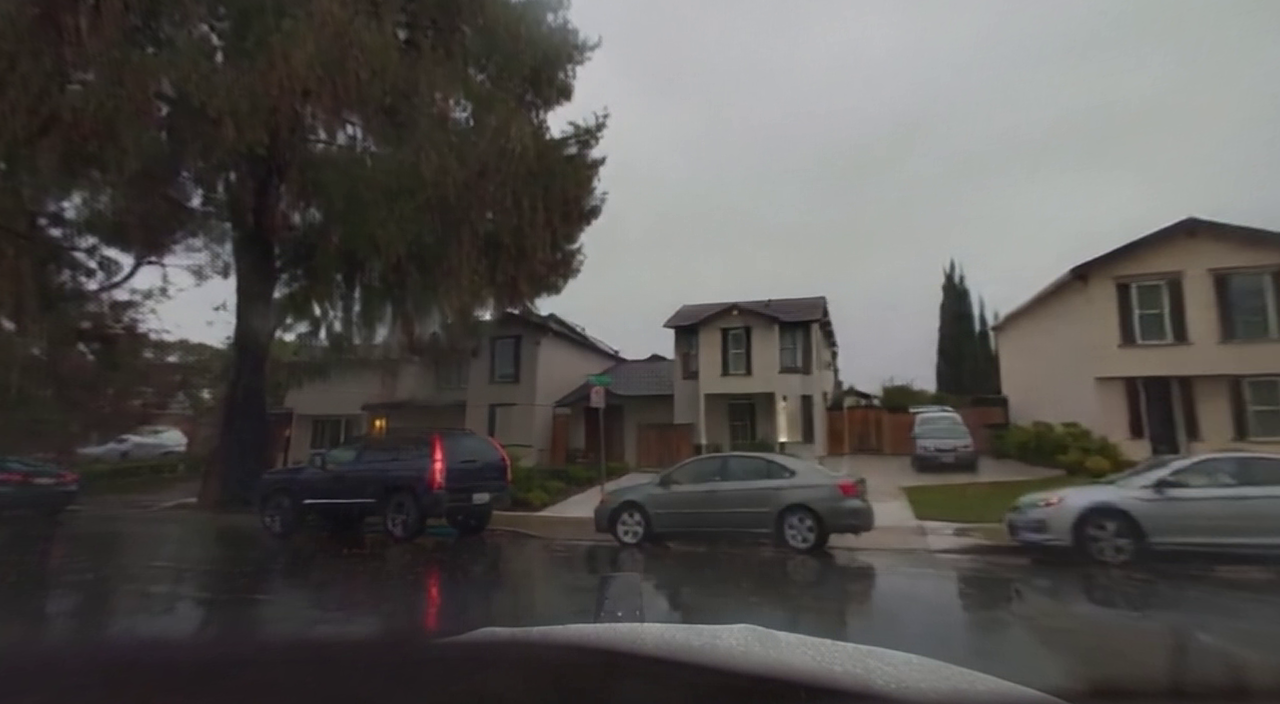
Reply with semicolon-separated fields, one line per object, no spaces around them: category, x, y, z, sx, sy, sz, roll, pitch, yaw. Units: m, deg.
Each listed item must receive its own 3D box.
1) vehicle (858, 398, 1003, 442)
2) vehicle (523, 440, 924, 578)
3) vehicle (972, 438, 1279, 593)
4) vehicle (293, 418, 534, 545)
vehicle;10.495;2.501;23.102;4.565;1.479;1.775;-1;-8;15
vehicle;1.111;2.047;8.911;5.075;1.436;1.863;-1;-8;17
vehicle;6.552;1.759;7.077;4.663;1.452;1.801;-1;-8;17
vehicle;-4.087;2.358;12.404;2.046;1.969;4.585;-3;-8;18
